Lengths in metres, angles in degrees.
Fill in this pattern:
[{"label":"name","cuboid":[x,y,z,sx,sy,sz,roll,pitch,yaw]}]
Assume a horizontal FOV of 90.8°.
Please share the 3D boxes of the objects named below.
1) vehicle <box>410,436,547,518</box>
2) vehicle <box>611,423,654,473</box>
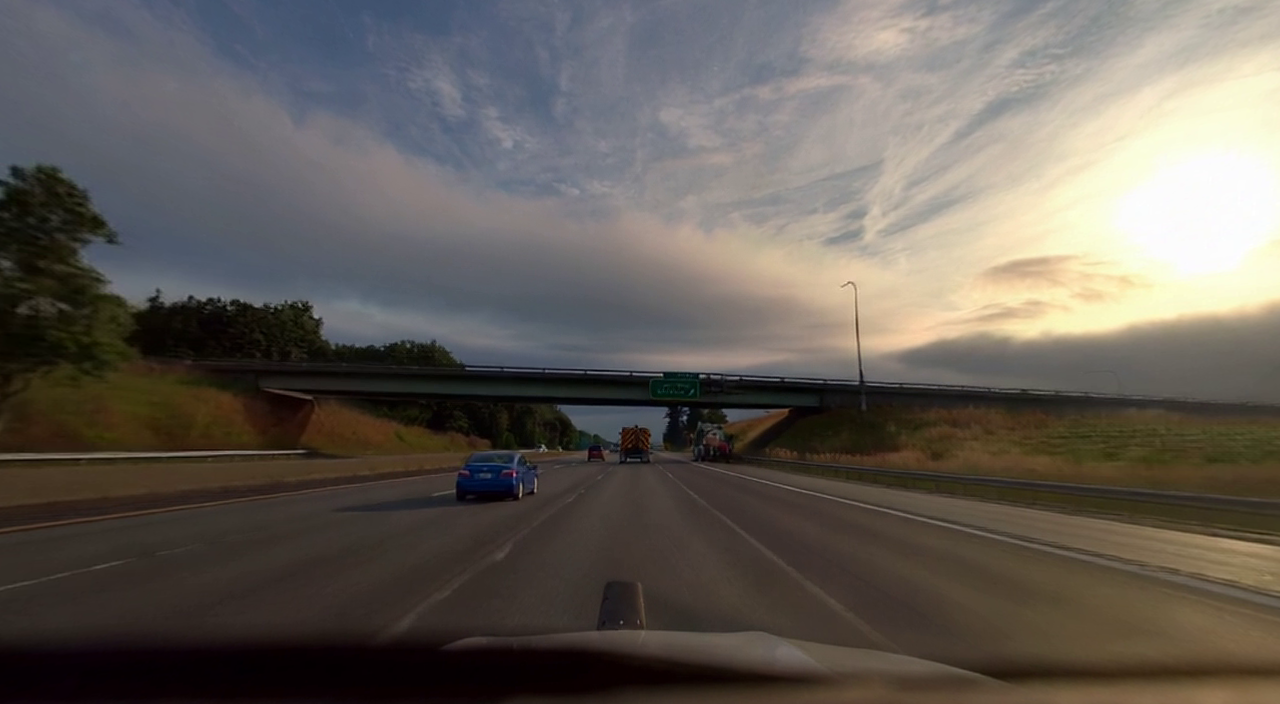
[{"label":"vehicle","cuboid":[-3.594,2.862,14.955,2.088,1.643,4.215,0,-9,0]},{"label":"vehicle","cuboid":[-0.505,6.432,42.439,2.672,3.056,6.900,0,-9,-1]}]
